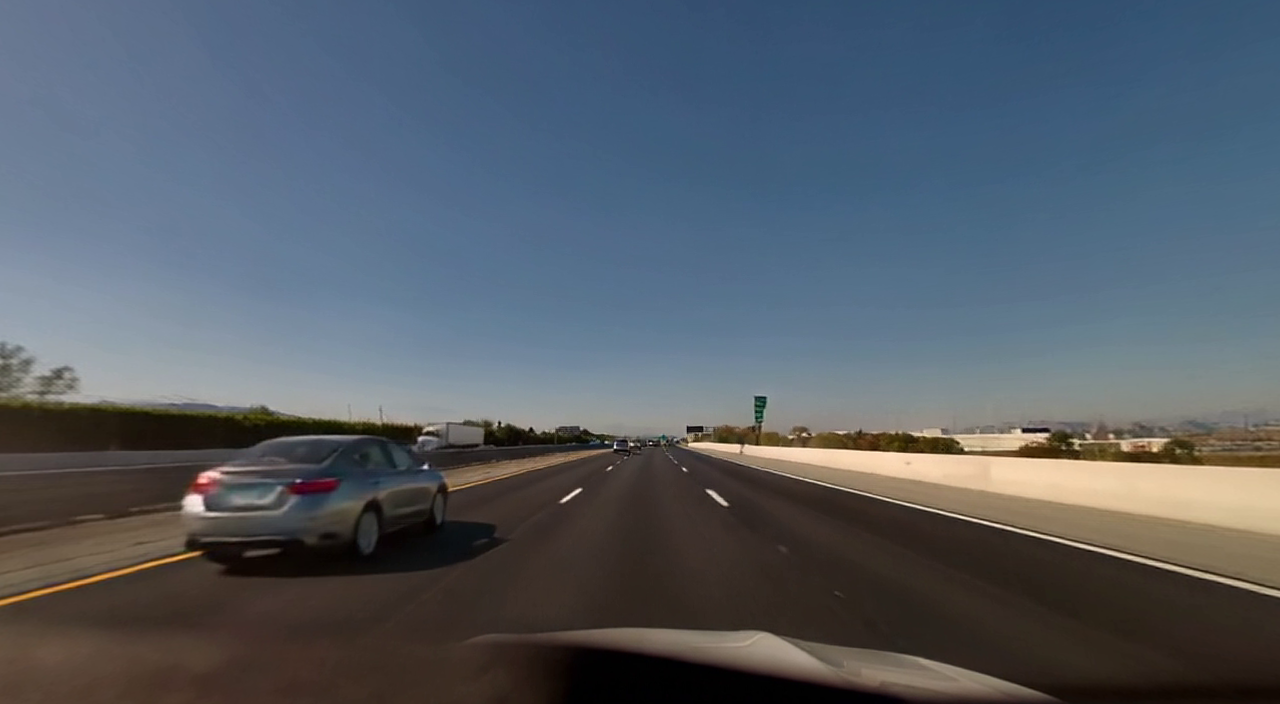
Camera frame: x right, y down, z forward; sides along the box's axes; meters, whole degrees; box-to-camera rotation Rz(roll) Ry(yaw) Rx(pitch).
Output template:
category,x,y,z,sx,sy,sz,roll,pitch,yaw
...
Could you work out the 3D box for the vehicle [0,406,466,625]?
category,x,y,z,sx,sy,sz,roll,pitch,yaw
vehicle,-3.753,1.549,7.104,2.053,1.587,4.855,0,-8,2
